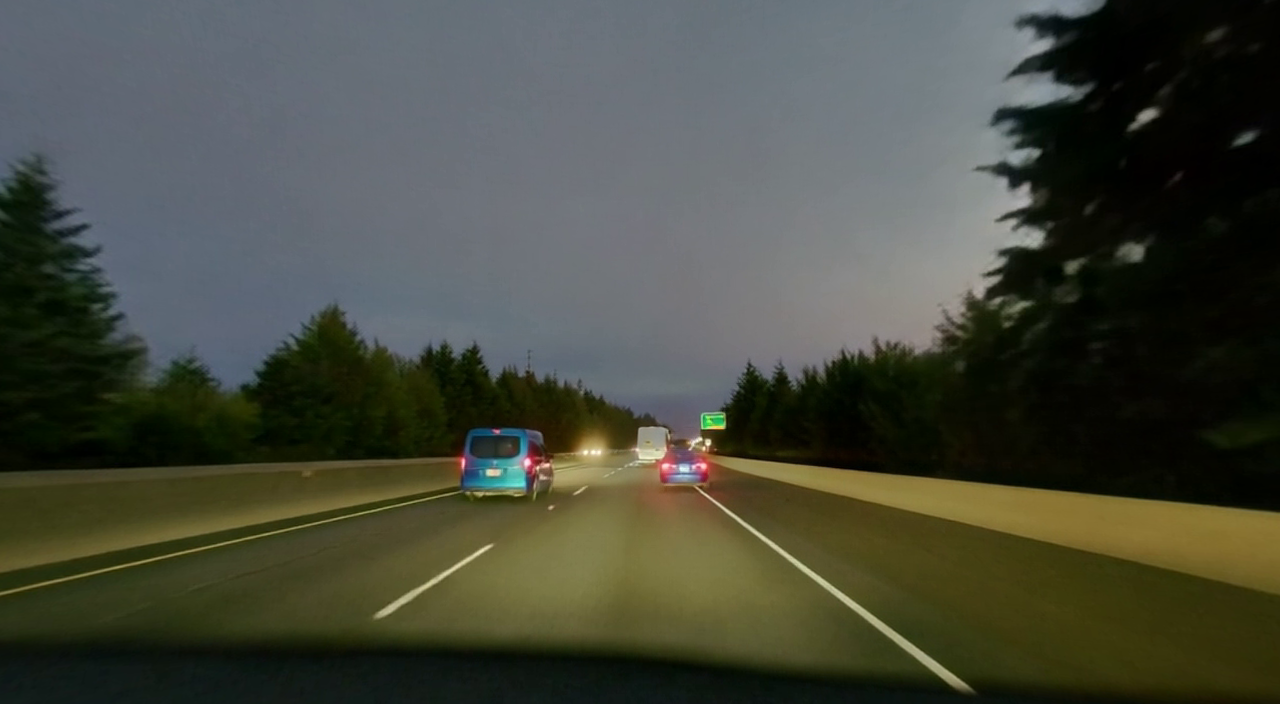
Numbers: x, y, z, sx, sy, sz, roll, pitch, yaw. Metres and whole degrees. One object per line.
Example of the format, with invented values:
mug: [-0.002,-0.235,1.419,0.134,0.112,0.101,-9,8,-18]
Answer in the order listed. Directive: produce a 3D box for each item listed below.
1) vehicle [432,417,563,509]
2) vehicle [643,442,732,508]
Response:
vehicle: [-3.497,2.866,16.632,2.217,2.033,4.975,0,-9,1]
vehicle: [1.081,3.093,16.211,2.012,1.485,3.649,0,-9,0]
